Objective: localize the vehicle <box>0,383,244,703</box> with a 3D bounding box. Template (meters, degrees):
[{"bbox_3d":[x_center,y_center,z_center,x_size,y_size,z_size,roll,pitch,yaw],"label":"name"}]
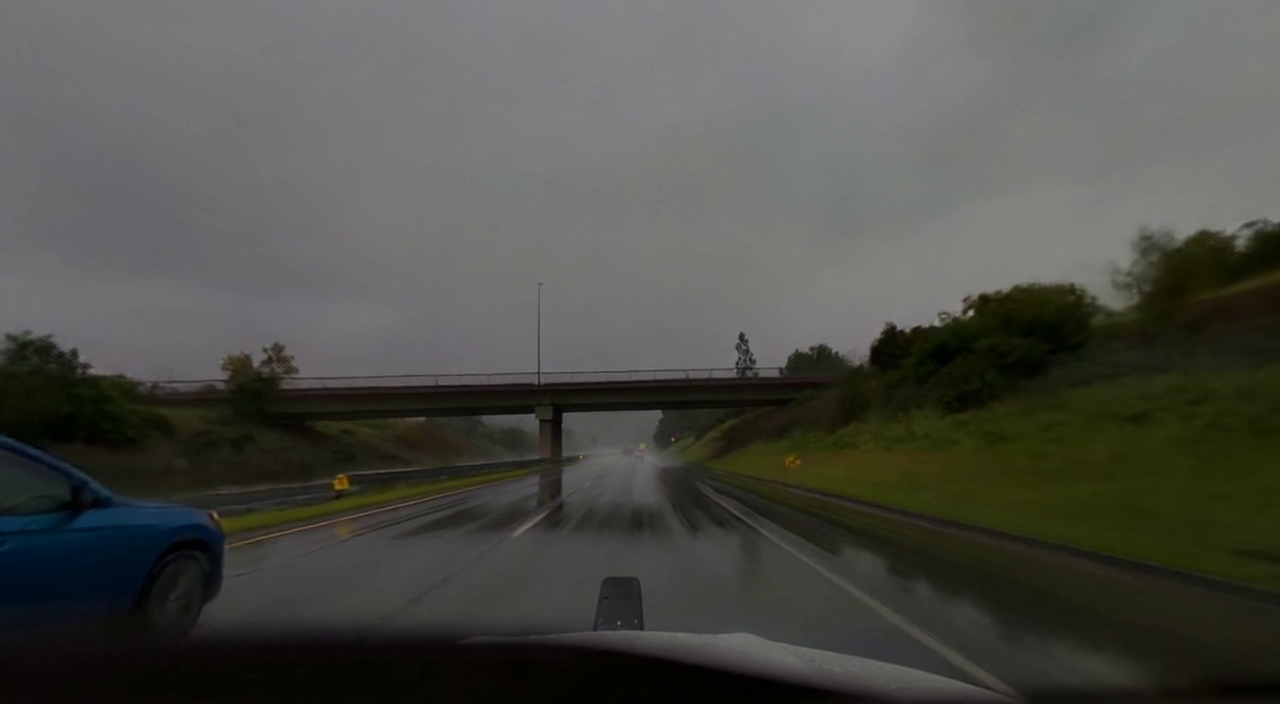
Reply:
[{"bbox_3d":[-3.932,0.915,2.374,2.082,1.668,4.274,0,-9,-1],"label":"vehicle"}]
